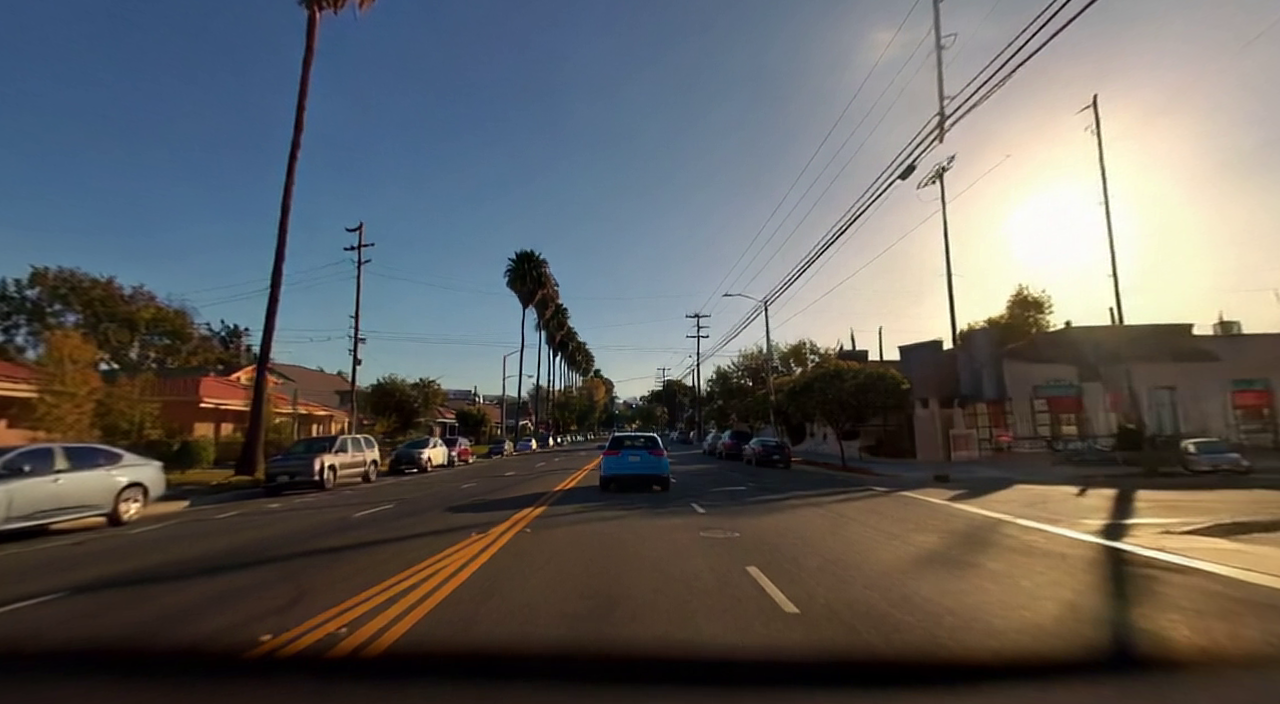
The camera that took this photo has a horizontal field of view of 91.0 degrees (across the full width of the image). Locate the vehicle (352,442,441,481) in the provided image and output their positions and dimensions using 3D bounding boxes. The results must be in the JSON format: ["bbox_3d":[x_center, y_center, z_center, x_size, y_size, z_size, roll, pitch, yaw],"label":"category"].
[{"bbox_3d":[-9.929,4.477,26.074,1.909,1.468,4.504,0,-8,-1],"label":"vehicle"}]

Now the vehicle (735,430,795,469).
[{"bbox_3d":[6.073,4.805,31.057,2.005,1.775,4.324,0,-8,0],"label":"vehicle"}]

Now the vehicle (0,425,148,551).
[{"bbox_3d":[-10.155,2.007,9.236,1.992,1.744,4.896,-1,-6,-1],"label":"vehicle"}]

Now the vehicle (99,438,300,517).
[{"bbox_3d":[-10.066,2.864,14.857,1.812,1.578,4.037,0,-8,0],"label":"vehicle"}]

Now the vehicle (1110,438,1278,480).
[{"bbox_3d":[20.795,4.015,23.761,4.488,1.470,1.994,0,-9,-2],"label":"vehicle"}]

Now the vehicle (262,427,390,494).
[{"bbox_3d":[-10.000,3.468,20.458,1.958,1.937,4.114,0,-8,1],"label":"vehicle"}]

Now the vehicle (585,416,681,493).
[{"bbox_3d":[-0.218,2.770,17.249,2.264,1.798,4.563,0,-8,-1],"label":"vehicle"}]

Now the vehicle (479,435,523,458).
[{"bbox_3d":[-10.187,6.972,46.475,2.118,1.640,4.406,0,-8,1],"label":"vehicle"}]
